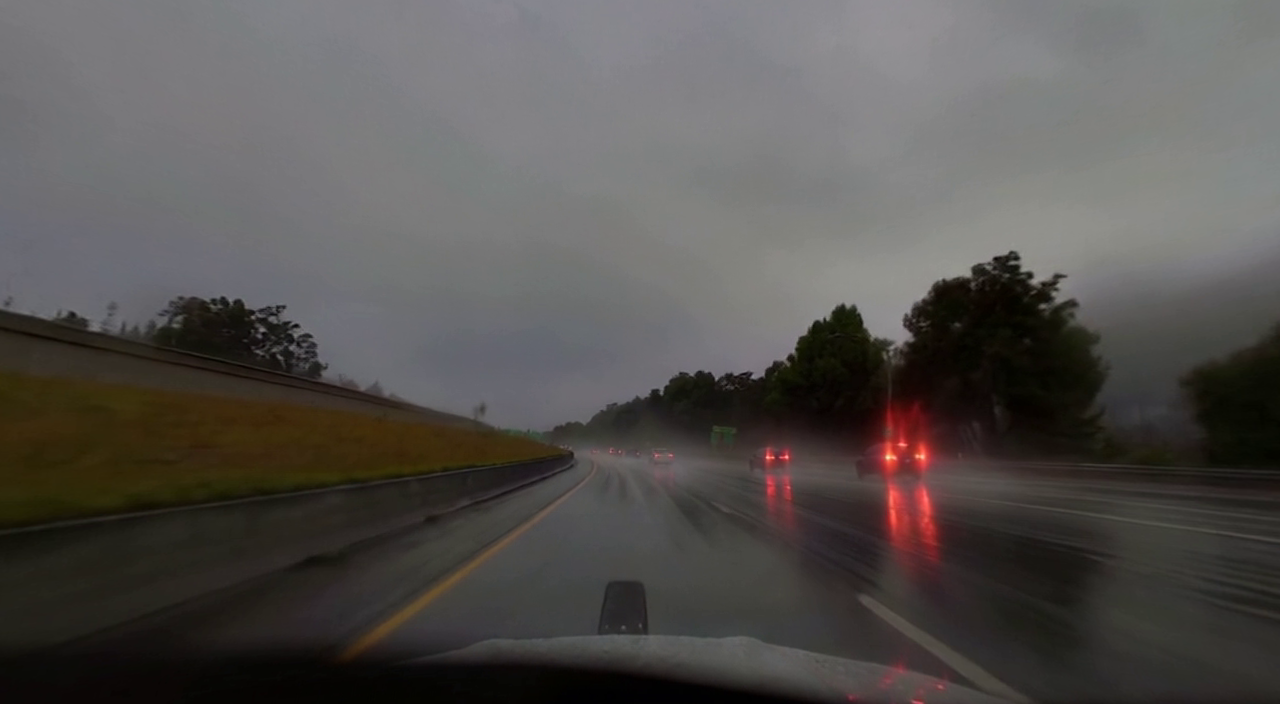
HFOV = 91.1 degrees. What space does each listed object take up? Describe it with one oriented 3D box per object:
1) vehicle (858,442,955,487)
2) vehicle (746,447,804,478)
[{"bbox_3d":[10.621,4.490,25.402,1.986,1.644,4.126,0,-9,-2],"label":"vehicle"},{"bbox_3d":[6.729,5.521,31.634,1.940,1.482,3.644,0,-9,-3],"label":"vehicle"}]
